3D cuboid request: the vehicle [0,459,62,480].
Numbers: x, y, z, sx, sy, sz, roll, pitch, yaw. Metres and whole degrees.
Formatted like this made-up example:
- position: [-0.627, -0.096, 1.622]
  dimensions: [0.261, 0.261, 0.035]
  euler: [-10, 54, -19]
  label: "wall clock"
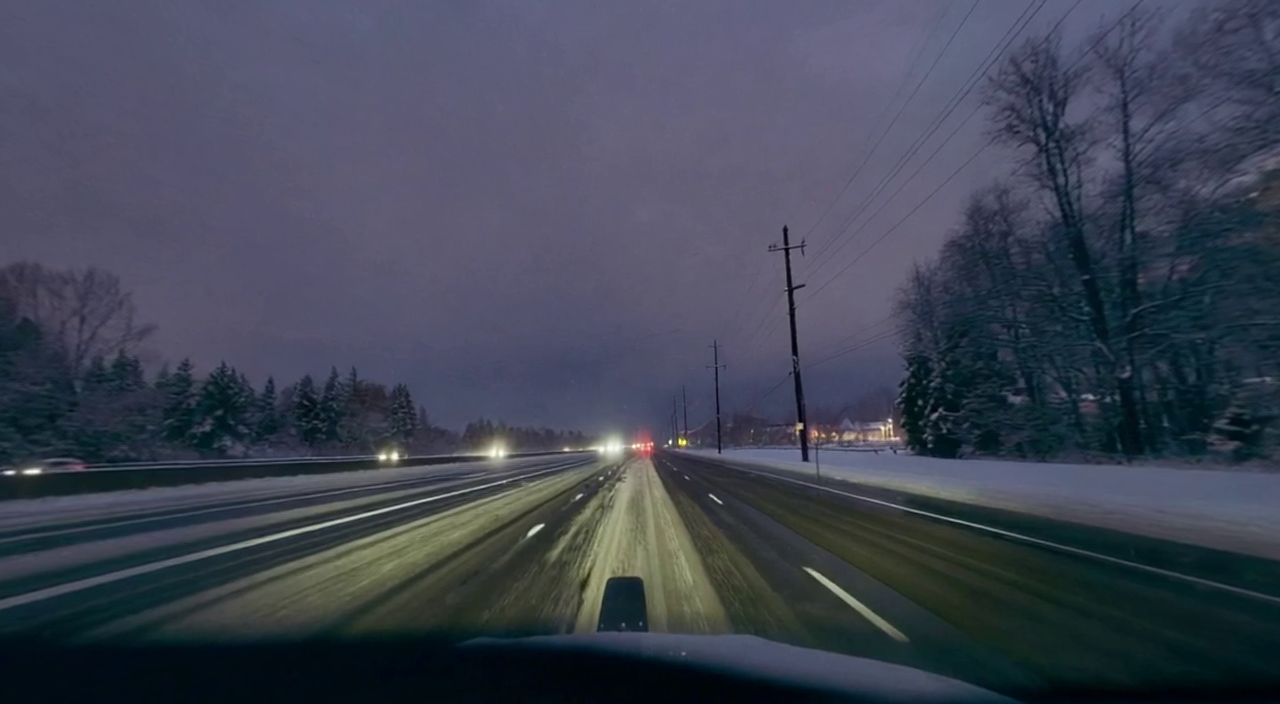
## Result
- position: [-47.982, 9.080, 48.935]
  dimensions: [1.811, 1.469, 4.520]
  euler: [0, -9, 1]
  label: "vehicle"
